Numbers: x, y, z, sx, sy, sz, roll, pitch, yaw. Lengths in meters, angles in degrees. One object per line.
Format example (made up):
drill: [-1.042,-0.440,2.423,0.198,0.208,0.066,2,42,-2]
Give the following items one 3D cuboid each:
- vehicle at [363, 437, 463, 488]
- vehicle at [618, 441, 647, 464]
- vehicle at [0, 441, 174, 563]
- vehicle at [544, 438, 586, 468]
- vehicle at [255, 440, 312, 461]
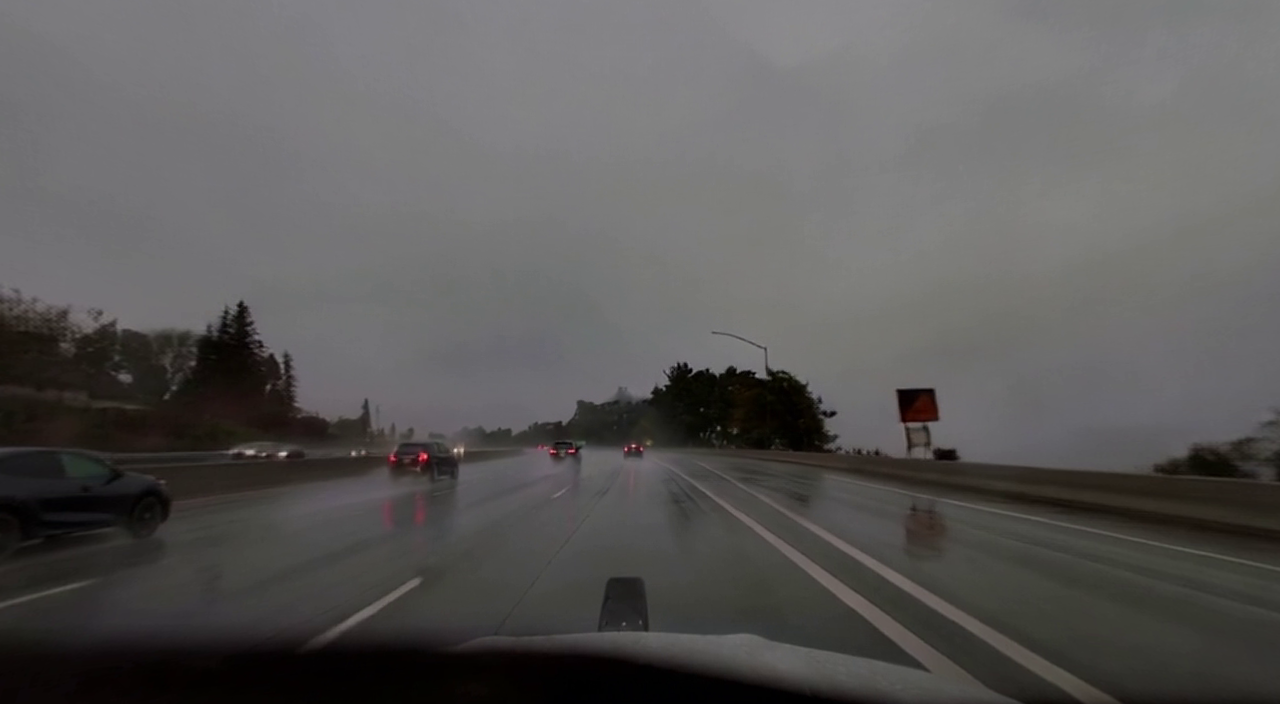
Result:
vehicle: [-7.969,3.910,22.603,2.086,1.628,4.039,0,-8,-1]
vehicle: [-0.525,6.764,42.725,1.881,1.460,3.694,0,-8,-1]
vehicle: [-8.773,1.886,8.012,1.935,1.474,5.033,0,-8,-1]
vehicle: [-4.392,5.954,37.436,1.991,1.610,4.606,0,-8,-1]
vehicle: [-28.016,7.767,49.750,1.943,1.532,4.580,0,-8,-2]
